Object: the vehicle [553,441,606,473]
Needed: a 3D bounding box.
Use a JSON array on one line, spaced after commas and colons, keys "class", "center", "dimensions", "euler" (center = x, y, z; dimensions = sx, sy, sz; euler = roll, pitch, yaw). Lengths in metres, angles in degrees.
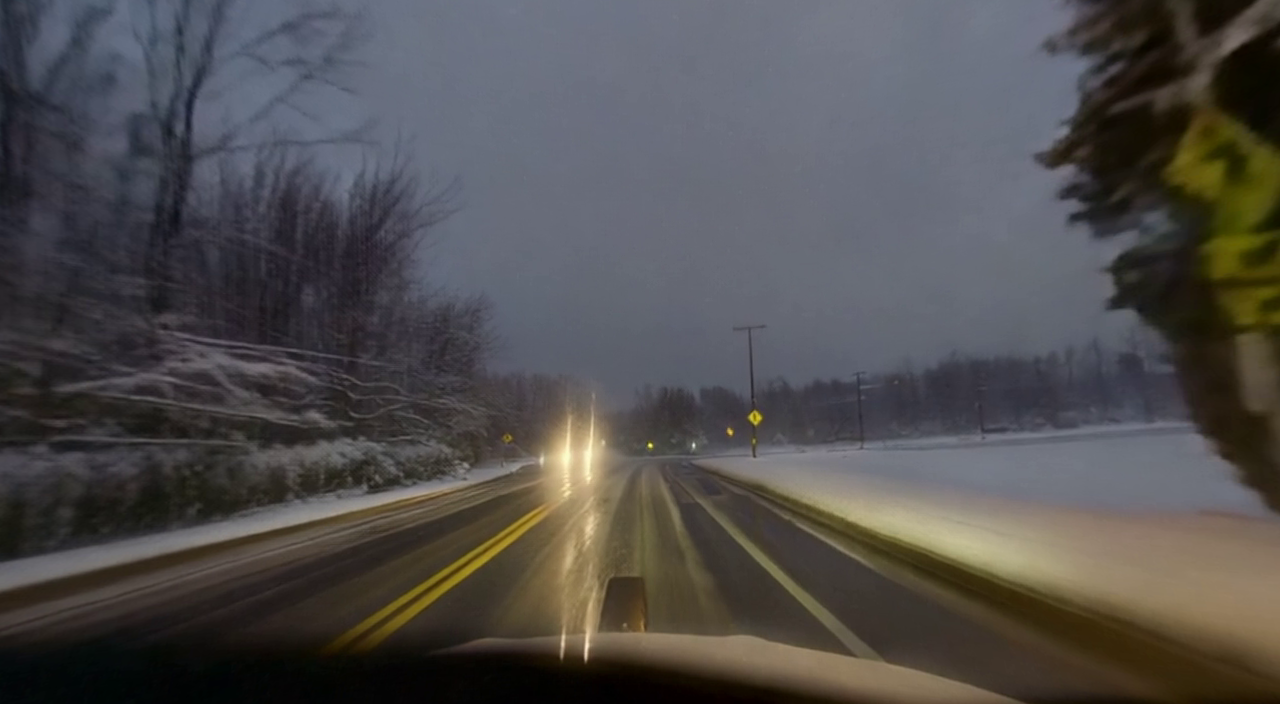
[{"class": "vehicle", "center": [-3.398, 6.064, 36.601], "dimensions": [2.390, 1.721, 4.863], "euler": [-1, -9, 3]}]
